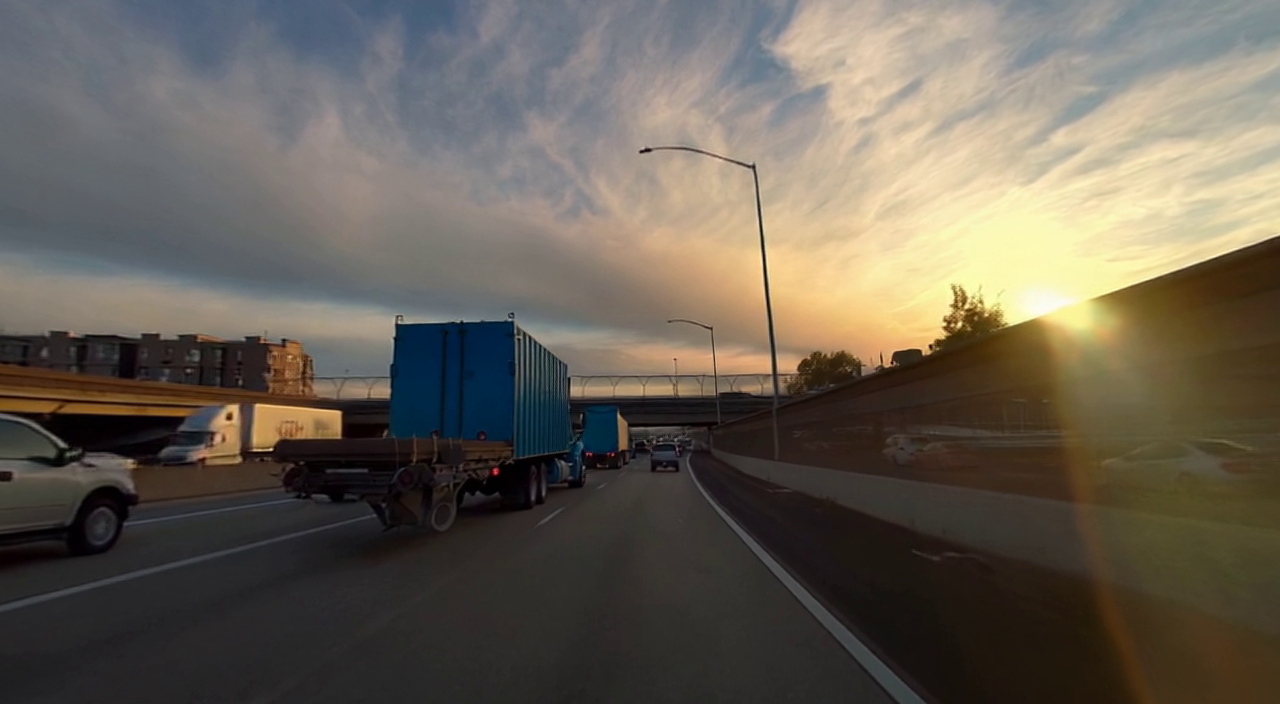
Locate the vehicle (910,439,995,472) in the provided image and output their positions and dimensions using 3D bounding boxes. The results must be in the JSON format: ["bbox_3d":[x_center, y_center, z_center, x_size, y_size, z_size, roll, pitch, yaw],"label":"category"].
[{"bbox_3d":[14.768,4.914,30.047,1.859,1.452,4.749,-1,-9,4],"label":"vehicle"}]

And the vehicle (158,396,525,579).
[{"bbox_3d":[-3.312,1.622,8.074,2.896,1.779,3.441,-1,-9,3],"label":"vehicle"}]

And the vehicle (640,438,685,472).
[{"bbox_3d":[1.185,5.274,32.389,2.178,1.640,4.071,-1,-9,3],"label":"vehicle"}]

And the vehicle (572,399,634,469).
[{"bbox_3d":[-2.110,5.317,40.044,3.073,3.894,9.782,0,-9,1],"label":"vehicle"}]

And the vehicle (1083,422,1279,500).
[{"bbox_3d":[14.017,2.694,15.935,2.237,1.656,4.676,0,-9,1],"label":"vehicle"}]

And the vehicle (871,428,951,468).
[{"bbox_3d":[15.198,5.437,35.765,2.241,2.052,5.864,-1,-9,4],"label":"vehicle"}]

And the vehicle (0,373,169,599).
[{"bbox_3d":[-6.786,1.081,4.869,2.323,1.959,5.038,0,-9,0],"label":"vehicle"}]
